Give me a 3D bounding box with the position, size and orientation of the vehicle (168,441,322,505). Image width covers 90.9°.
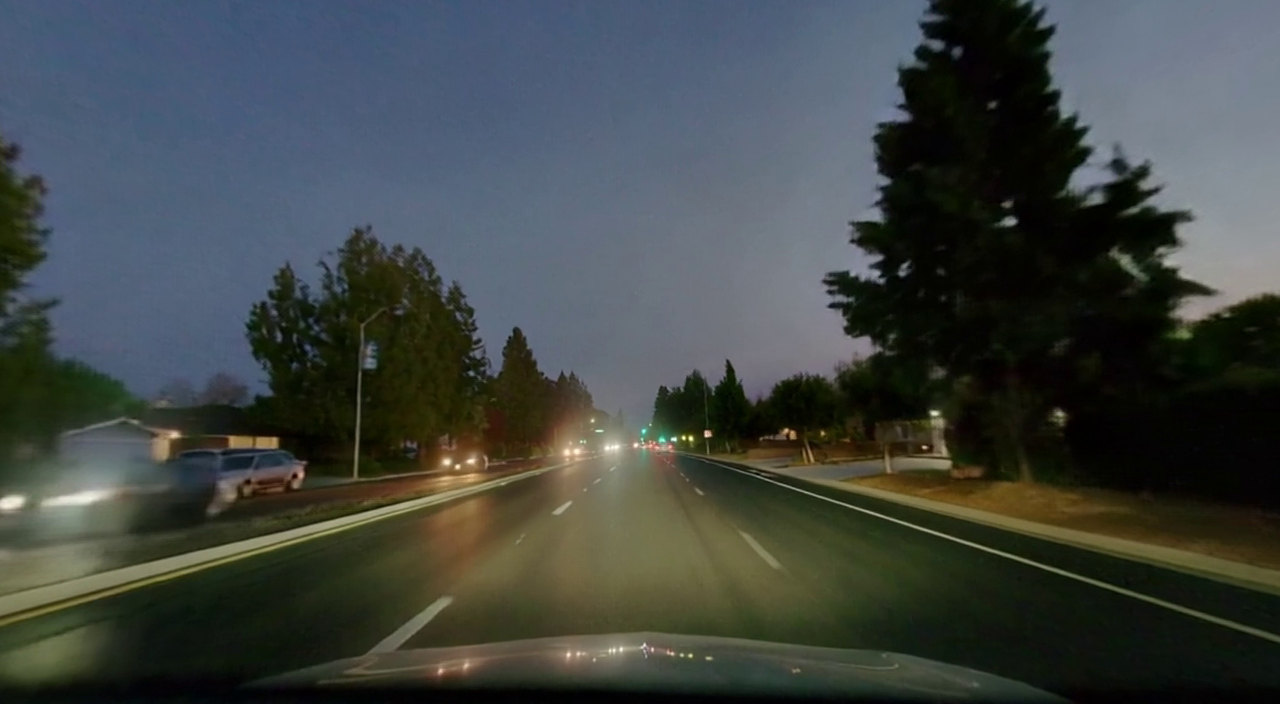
[{"bbox_3d":[-14.324,4.351,23.400,2.071,1.899,5.640,-4,-8,1],"label":"vehicle"}]

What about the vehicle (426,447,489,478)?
[{"bbox_3d":[-9.646,5.845,33.649,1.937,1.481,4.467,0,-9,1],"label":"vehicle"}]

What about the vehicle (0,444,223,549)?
[{"bbox_3d":[-10.480,2.606,12.145,1.913,1.641,4.243,0,-9,0],"label":"vehicle"}]
